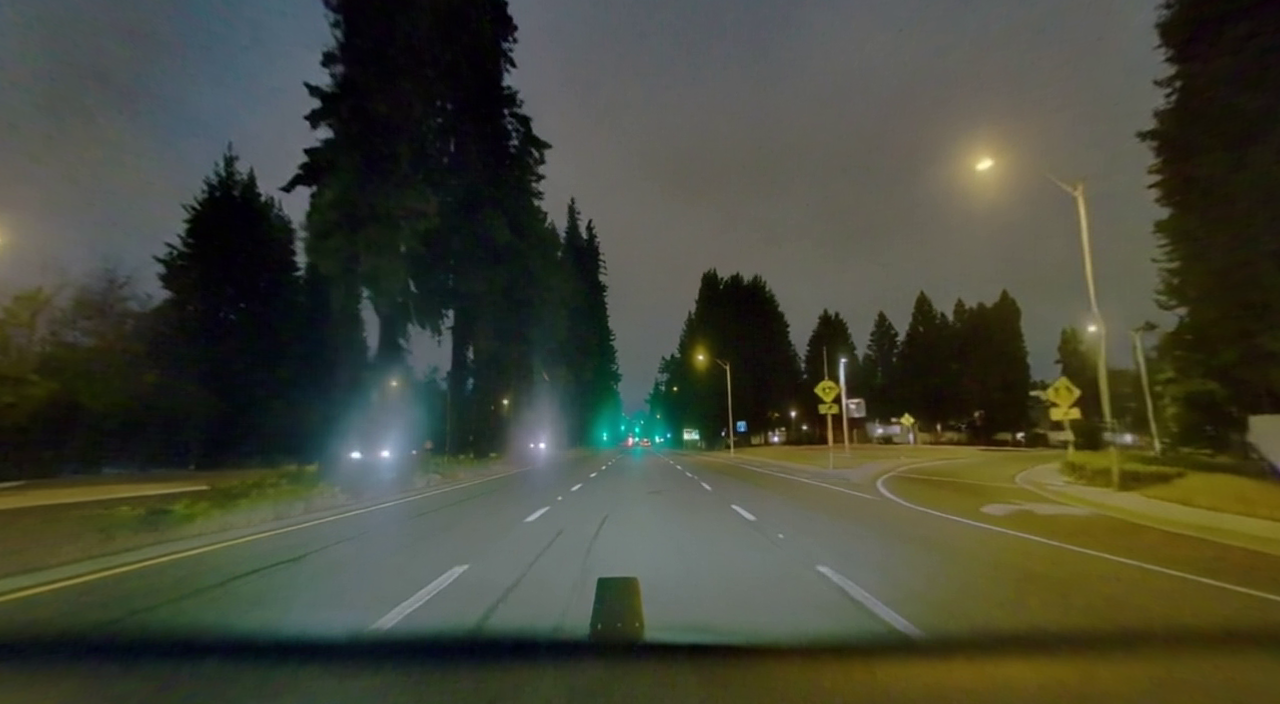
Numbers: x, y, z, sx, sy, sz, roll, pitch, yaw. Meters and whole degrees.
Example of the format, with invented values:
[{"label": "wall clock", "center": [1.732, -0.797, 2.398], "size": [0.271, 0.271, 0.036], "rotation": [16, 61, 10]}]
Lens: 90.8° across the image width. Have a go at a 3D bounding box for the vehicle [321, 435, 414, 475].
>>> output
[{"label": "vehicle", "center": [-12.951, 4.931, 30.471], "size": [2.156, 1.728, 4.968], "rotation": [0, -8, 2]}]
